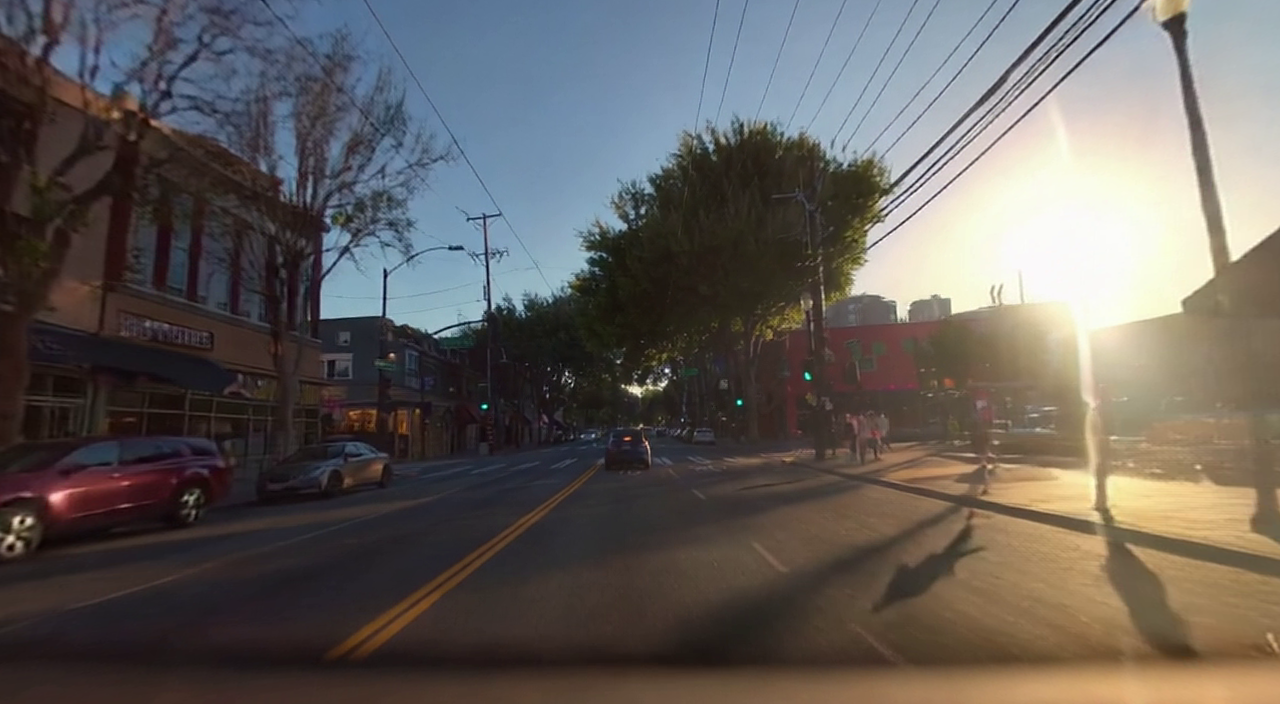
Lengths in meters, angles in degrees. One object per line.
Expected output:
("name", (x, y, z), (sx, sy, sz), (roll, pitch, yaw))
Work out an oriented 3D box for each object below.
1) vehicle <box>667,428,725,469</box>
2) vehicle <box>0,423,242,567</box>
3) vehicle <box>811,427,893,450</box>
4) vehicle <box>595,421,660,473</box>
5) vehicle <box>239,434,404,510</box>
("vehicle", (2.325, 4.128, 27.197), (1.998, 1.580, 4.015), (0, -8, -2))
("vehicle", (-9.665, 2.285, 10.954), (1.980, 1.931, 5.487), (0, -8, -1))
("vehicle", (14.033, 5.761, 41.999), (4.713, 1.493, 1.875), (0, -8, -4))
("vehicle", (-0.497, 3.742, 25.101), (2.301, 1.854, 4.919), (0, -8, -1))
("vehicle", (-9.683, 3.670, 20.024), (2.048, 1.985, 6.011), (0, -8, 0))
